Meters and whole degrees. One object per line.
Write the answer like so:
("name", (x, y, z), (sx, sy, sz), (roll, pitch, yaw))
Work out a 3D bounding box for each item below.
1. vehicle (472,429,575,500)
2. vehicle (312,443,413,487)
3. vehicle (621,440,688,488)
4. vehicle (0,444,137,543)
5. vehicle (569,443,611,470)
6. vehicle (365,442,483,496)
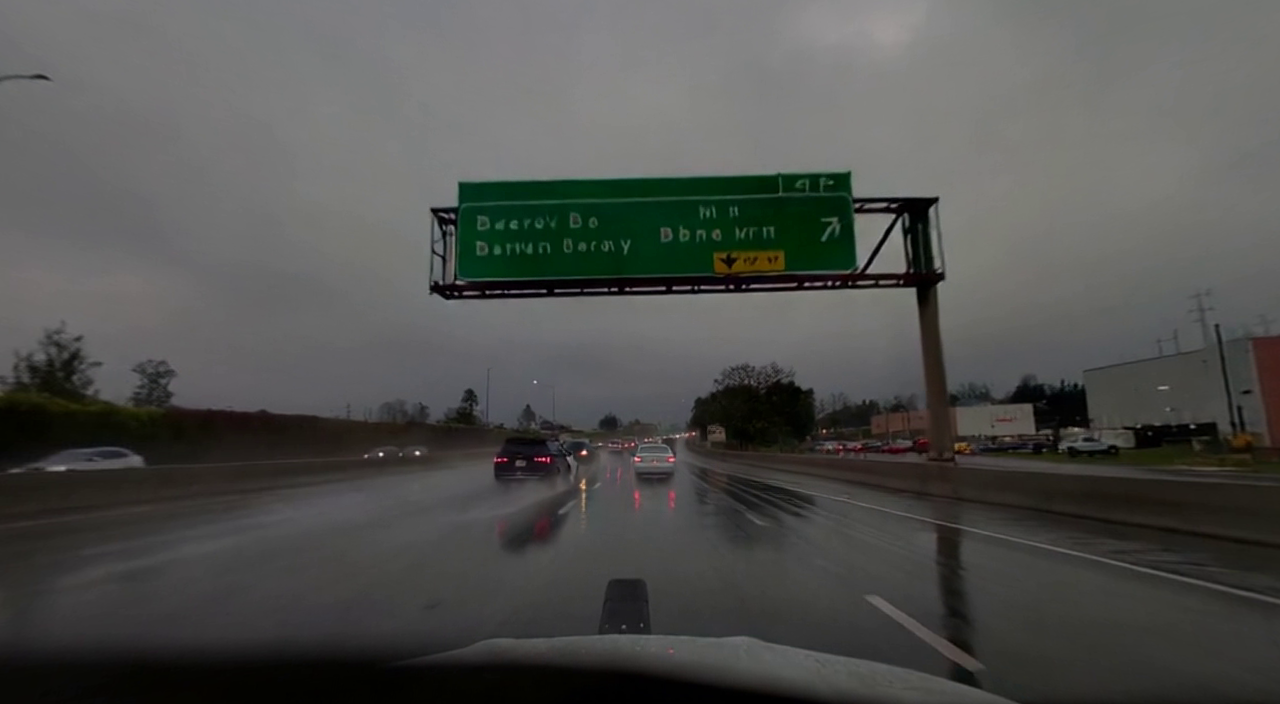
("vehicle", (-3.114, 3.096, 17.832), (2.007, 1.730, 4.412), (0, -8, 1))
("vehicle", (-10.210, 4.150, 23.581), (1.861, 1.495, 4.007), (0, -8, 1))
("vehicle", (0.464, 3.798, 21.711), (2.090, 1.474, 3.970), (0, -8, 1))
("vehicle", (-10.088, 2.104, 9.485), (1.774, 1.408, 3.917), (0, -8, 1))
("vehicle", (-2.959, 6.285, 38.195), (2.048, 1.497, 4.466), (0, -8, 2))
("vehicle", (-6.369, 3.478, 19.191), (1.933, 1.439, 4.441), (0, -8, 1))
